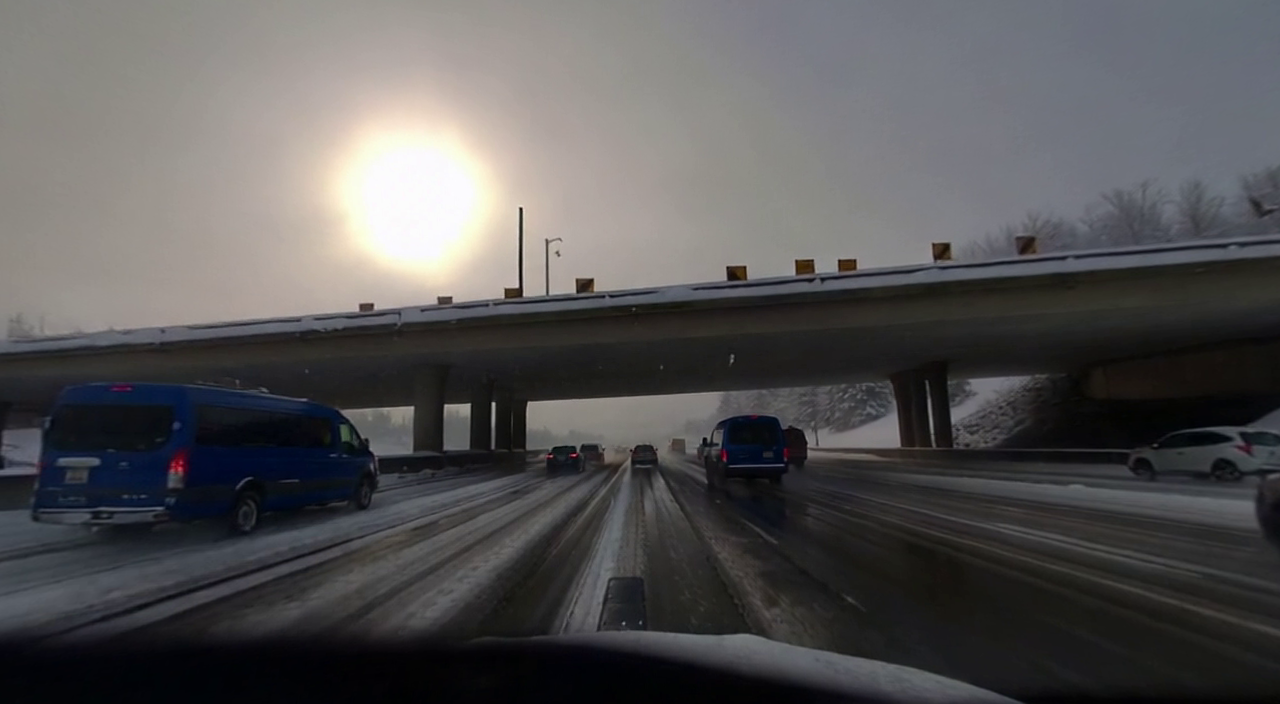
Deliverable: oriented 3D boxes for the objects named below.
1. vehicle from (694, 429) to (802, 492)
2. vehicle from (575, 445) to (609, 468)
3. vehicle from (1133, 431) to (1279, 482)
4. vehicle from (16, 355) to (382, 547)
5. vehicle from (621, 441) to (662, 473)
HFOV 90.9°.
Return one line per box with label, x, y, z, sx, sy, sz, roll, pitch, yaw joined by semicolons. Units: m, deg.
vehicle;3.584;3.772;22.369;2.777;1.895;5.710;0;-8;0
vehicle;-3.313;7.209;43.816;1.970;1.483;4.071;0;-8;1
vehicle;22.328;4.033;24.607;1.982;1.748;4.713;2;-9;-6
vehicle;-7.547;1.852;12.192;2.336;2.708;6.421;0;-8;0
vehicle;0.093;5.699;34.446;2.115;1.617;4.102;0;-8;0
